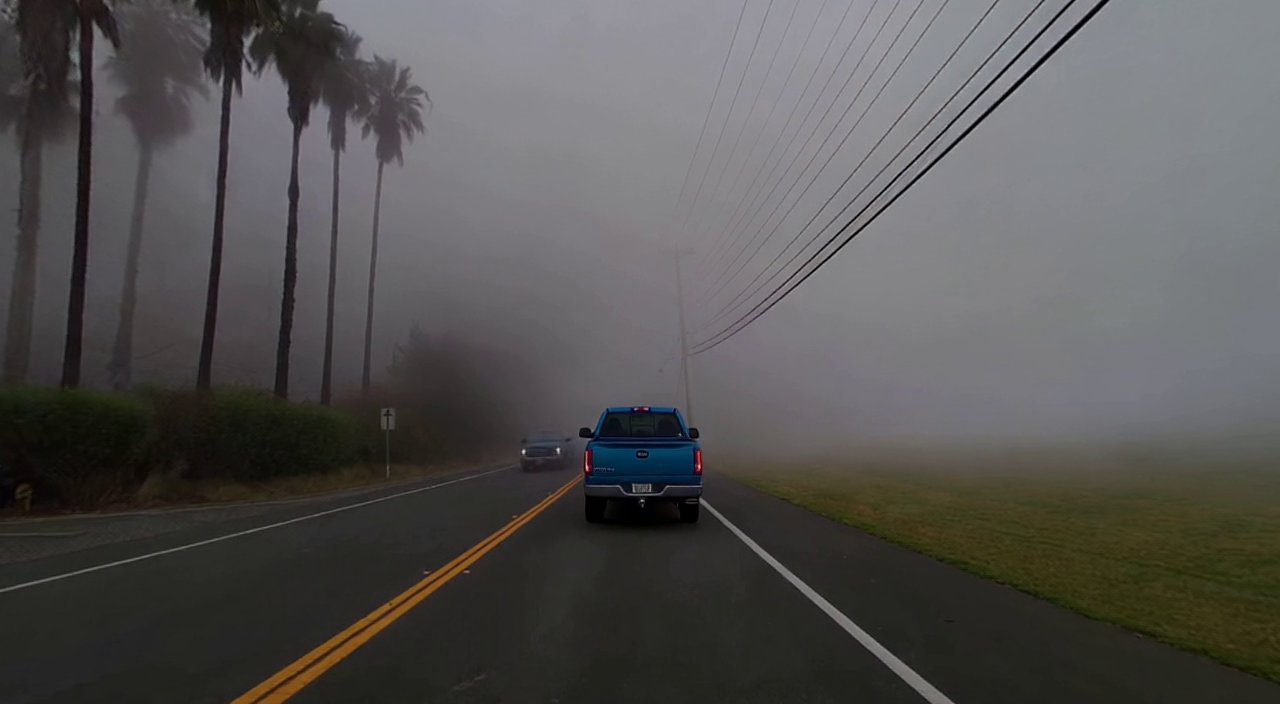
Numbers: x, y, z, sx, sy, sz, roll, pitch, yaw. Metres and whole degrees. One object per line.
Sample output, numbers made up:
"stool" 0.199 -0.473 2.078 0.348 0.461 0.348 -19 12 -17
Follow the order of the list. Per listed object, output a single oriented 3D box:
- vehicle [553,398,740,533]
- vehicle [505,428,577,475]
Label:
"vehicle" 0.059 2.147 12.484 2.803 2.005 5.885 0 -8 -1
"vehicle" -4.583 4.740 30.173 2.590 2.032 5.566 0 -8 0
